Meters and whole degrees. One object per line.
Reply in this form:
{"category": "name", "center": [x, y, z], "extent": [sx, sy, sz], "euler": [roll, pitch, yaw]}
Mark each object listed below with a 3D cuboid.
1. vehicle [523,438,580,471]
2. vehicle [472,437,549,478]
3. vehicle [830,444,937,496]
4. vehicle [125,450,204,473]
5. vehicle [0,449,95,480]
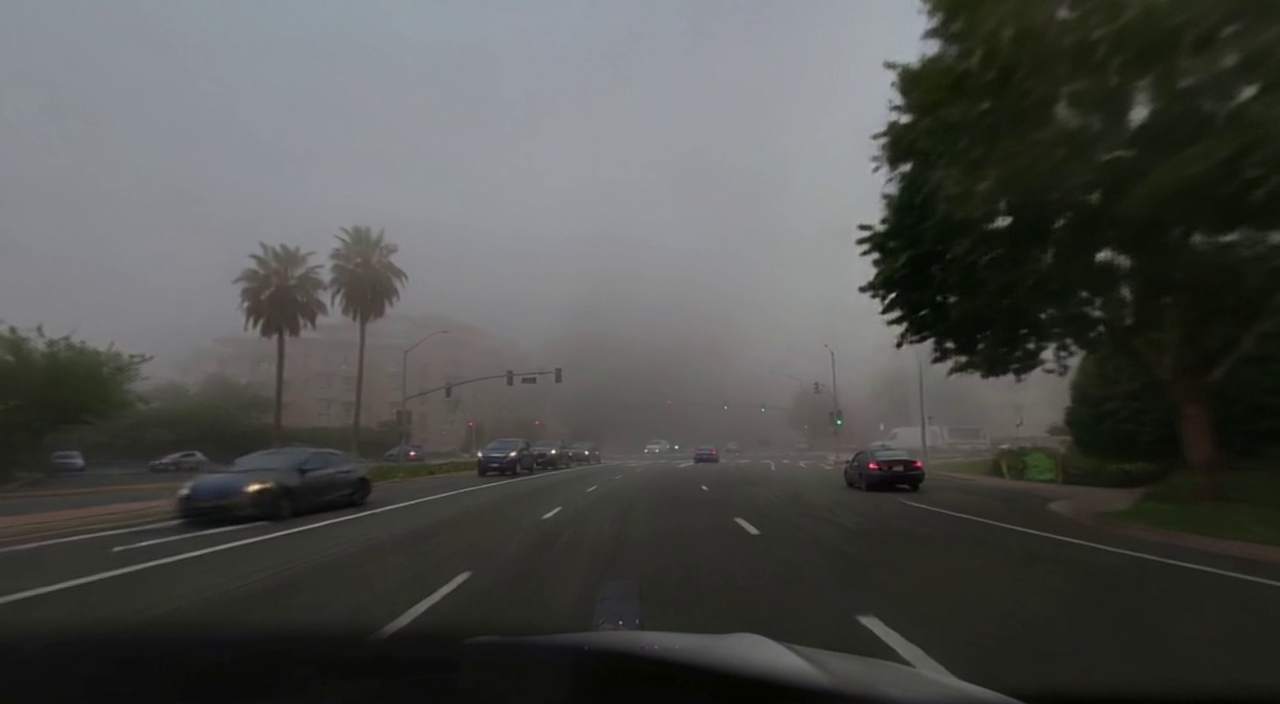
{"category": "vehicle", "center": [-5.103, 5.991, 37.228], "extent": [2.188, 1.789, 4.881], "euler": [-1, -9, 6]}
{"category": "vehicle", "center": [-5.815, 4.815, 29.081], "extent": [2.072, 1.738, 4.757], "euler": [-1, -9, 6]}
{"category": "vehicle", "center": [7.705, 3.747, 20.560], "extent": [2.144, 1.473, 4.638], "euler": [-1, -9, 7]}
{"category": "vehicle", "center": [-37.292, 8.560, 49.612], "extent": [4.702, 1.449, 1.833], "euler": [4, -10, -42]}
{"category": "vehicle", "center": [-42.459, 8.007, 45.255], "extent": [1.985, 1.789, 4.885], "euler": [-8, -9, 41]}
